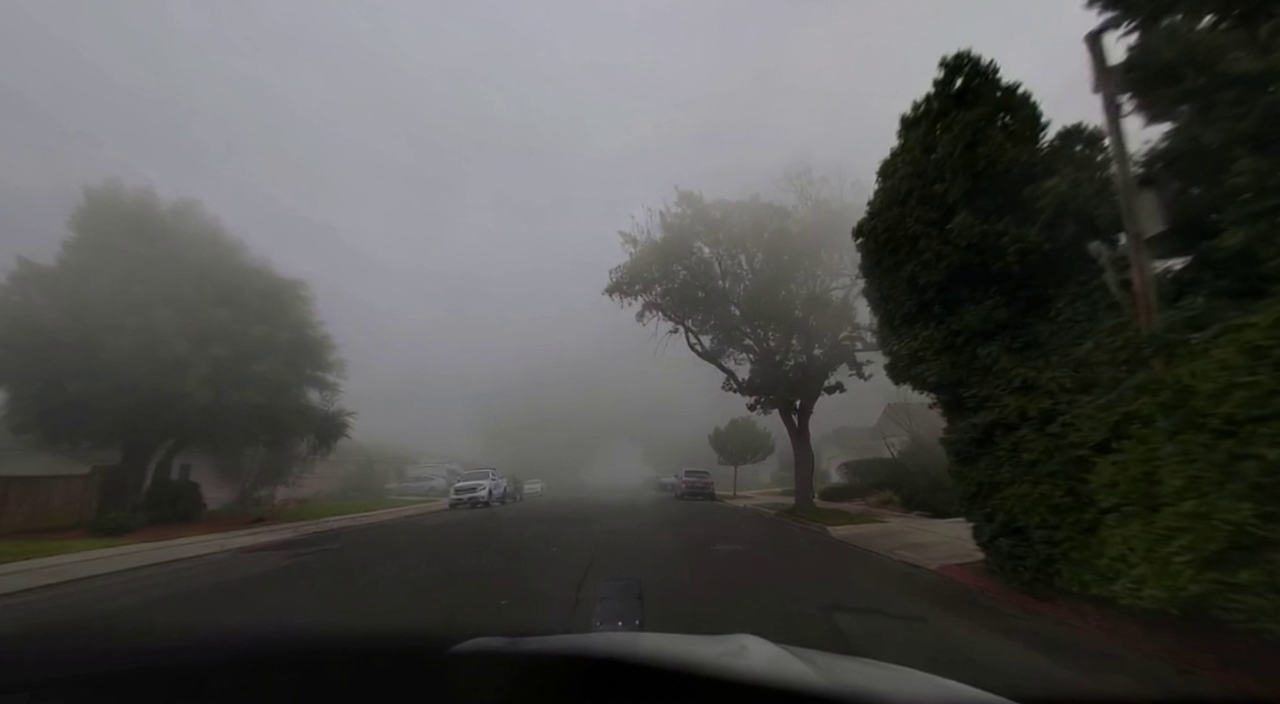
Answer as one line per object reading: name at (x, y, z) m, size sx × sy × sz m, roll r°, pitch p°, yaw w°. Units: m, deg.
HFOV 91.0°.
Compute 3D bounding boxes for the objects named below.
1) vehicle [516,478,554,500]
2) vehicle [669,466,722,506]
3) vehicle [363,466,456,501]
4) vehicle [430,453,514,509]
vehicle at (-7.781, 10.295, 47.028) m, size 2.071 × 1.481 × 4.425 m, roll 0°, pitch -13°, yaw 0°
vehicle at (2.611, 6.458, 30.736) m, size 2.050 × 1.598 × 4.590 m, roll 0°, pitch -8°, yaw -2°
vehicle at (-14.265, 8.166, 39.227) m, size 4.891 × 2.023 × 2.200 m, roll 0°, pitch -8°, yaw 1°
vehicle at (-7.474, 6.001, 28.752) m, size 2.408 × 2.201 × 5.646 m, roll -1°, pitch -14°, yaw -2°
